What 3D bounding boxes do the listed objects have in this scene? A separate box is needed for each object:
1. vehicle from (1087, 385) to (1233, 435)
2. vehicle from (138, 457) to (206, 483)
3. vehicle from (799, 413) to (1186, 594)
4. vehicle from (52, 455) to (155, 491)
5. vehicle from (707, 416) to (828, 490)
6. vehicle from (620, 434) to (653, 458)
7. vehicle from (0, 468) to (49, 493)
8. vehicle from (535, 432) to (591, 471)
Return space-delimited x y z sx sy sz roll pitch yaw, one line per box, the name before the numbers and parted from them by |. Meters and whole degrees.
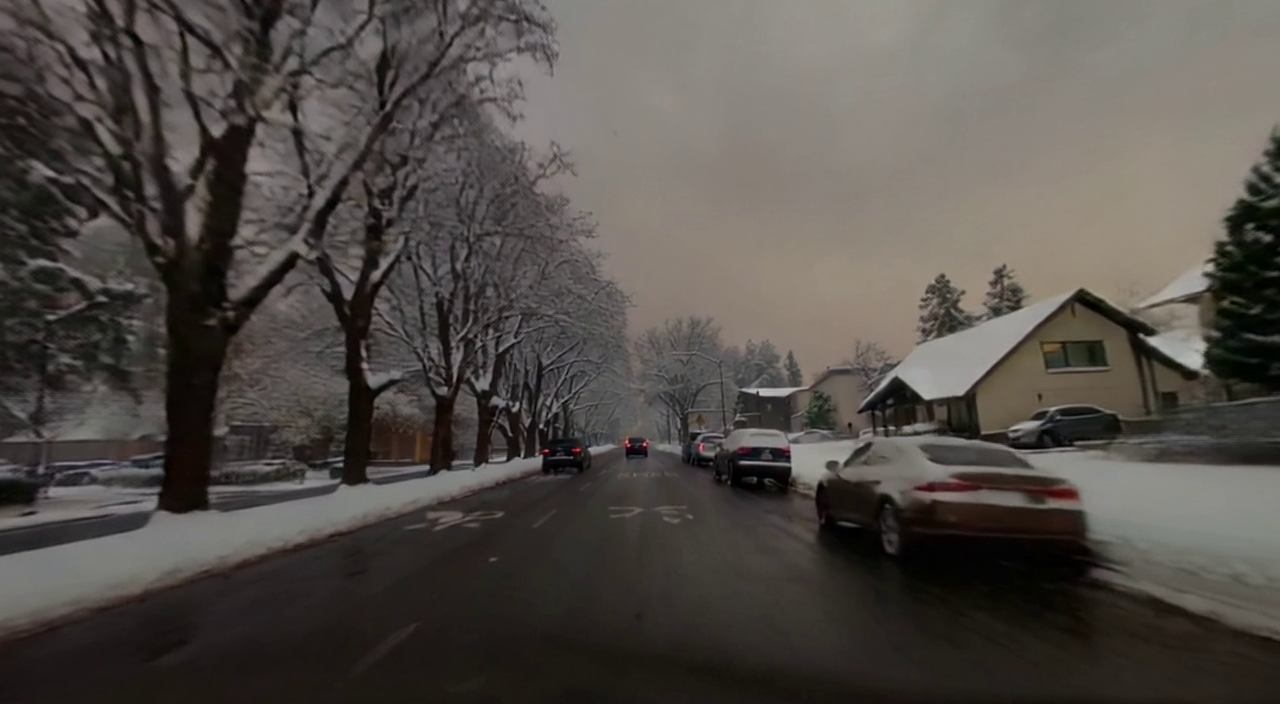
vehicle | 19.301 2.258 23.762 1.938 1.668 4.286 -2 -8 3
vehicle | -36.508 9.193 49.418 1.890 1.711 4.456 -2 -8 1
vehicle | 3.674 1.630 7.920 2.019 1.495 4.755 -2 -8 -1
vehicle | -41.311 9.284 48.902 2.306 2.086 6.132 -3 -6 5
vehicle | 3.609 2.981 19.077 2.273 1.860 5.077 -1 -8 -3
vehicle | -0.235 6.491 43.807 2.142 1.548 4.273 -2 -8 0
vehicle | -48.962 10.008 49.141 1.860 1.676 4.164 -1 -8 3
vehicle | -3.663 4.793 30.787 2.129 1.668 4.722 -2 -8 0
